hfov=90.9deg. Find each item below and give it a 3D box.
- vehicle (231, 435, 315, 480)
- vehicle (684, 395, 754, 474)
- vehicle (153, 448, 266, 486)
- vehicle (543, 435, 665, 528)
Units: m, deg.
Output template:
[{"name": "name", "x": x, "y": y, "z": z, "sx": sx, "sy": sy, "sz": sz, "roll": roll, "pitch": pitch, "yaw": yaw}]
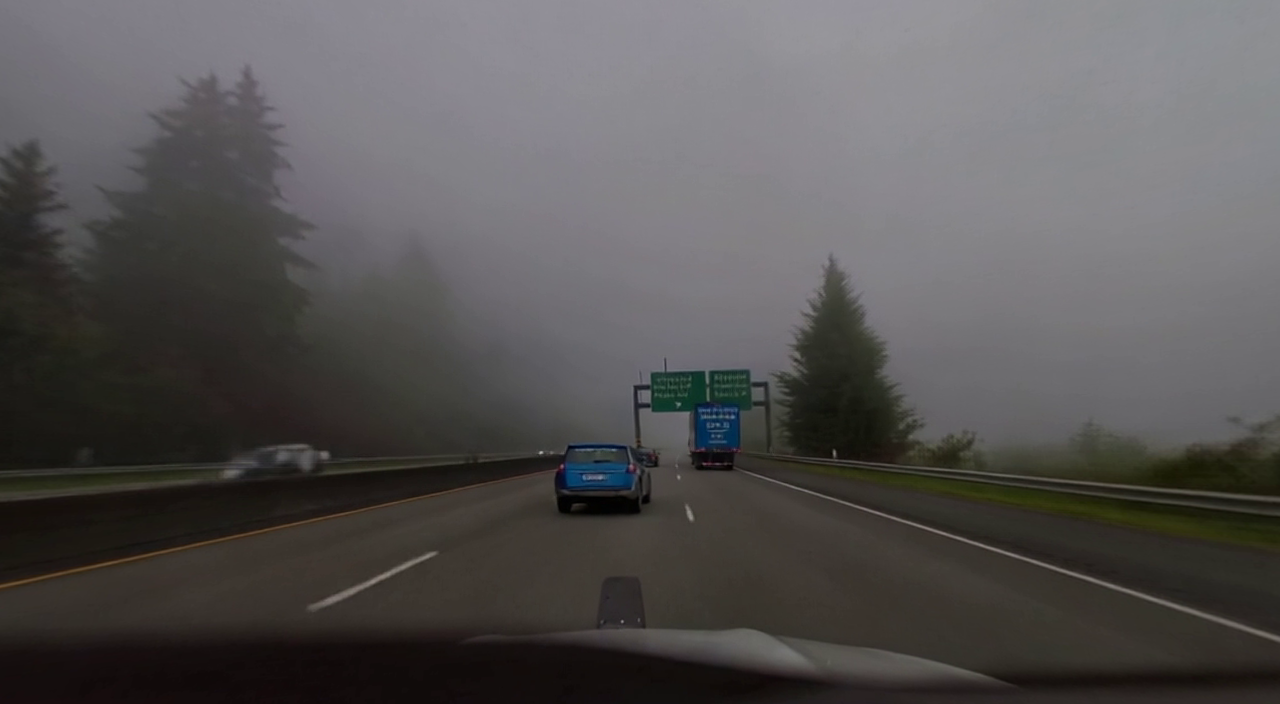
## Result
[{"name": "vehicle", "x": -19.333, "y": 5.556, "z": 33.392, "sx": 2.010, "sy": 2.199, "sz": 3.623, "roll": -1, "pitch": -9, "yaw": 4}, {"name": "vehicle", "x": 4.499, "y": 5.271, "z": 39.052, "sx": 2.960, "sy": 4.018, "sz": 13.834, "roll": 0, "pitch": -9, "yaw": 2}, {"name": "vehicle", "x": -19.524, "y": 5.217, "z": 28.849, "sx": 1.828, "sy": 1.568, "sz": 4.418, "roll": 0, "pitch": -9, "yaw": 3}, {"name": "vehicle", "x": -0.509, "y": 2.527, "z": 12.855, "sx": 2.039, "sy": 1.532, "sz": 4.610, "roll": 0, "pitch": -9, "yaw": 2}]
